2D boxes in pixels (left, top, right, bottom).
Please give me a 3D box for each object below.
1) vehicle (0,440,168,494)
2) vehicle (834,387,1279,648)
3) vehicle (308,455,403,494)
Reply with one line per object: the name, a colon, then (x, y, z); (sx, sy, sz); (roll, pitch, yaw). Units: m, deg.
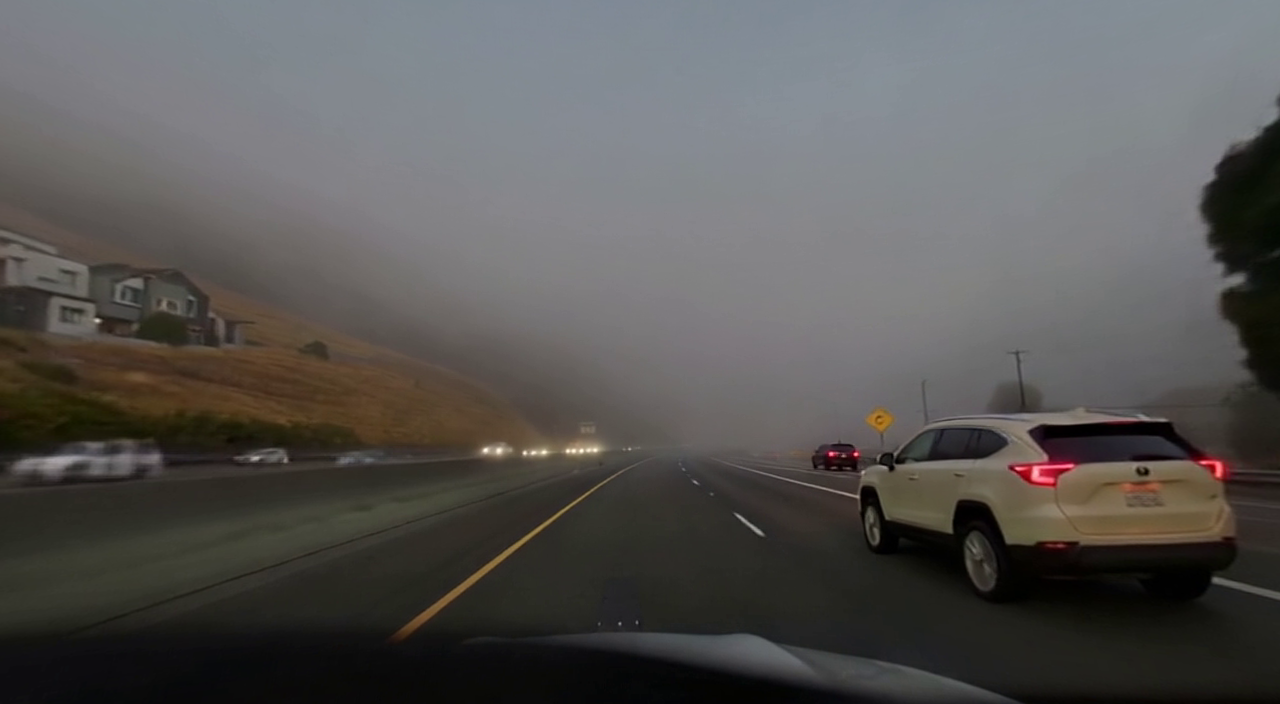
vehicle: (-23.564, 4.828, 26.916); (2.233, 2.018, 5.643); (0, -9, 1)
vehicle: (3.994, 1.473, 6.668); (2.318, 1.766, 4.587); (0, -9, -1)
vehicle: (-12.041, 5.181, 27.014); (1.888, 1.471, 4.603); (0, -9, 1)
